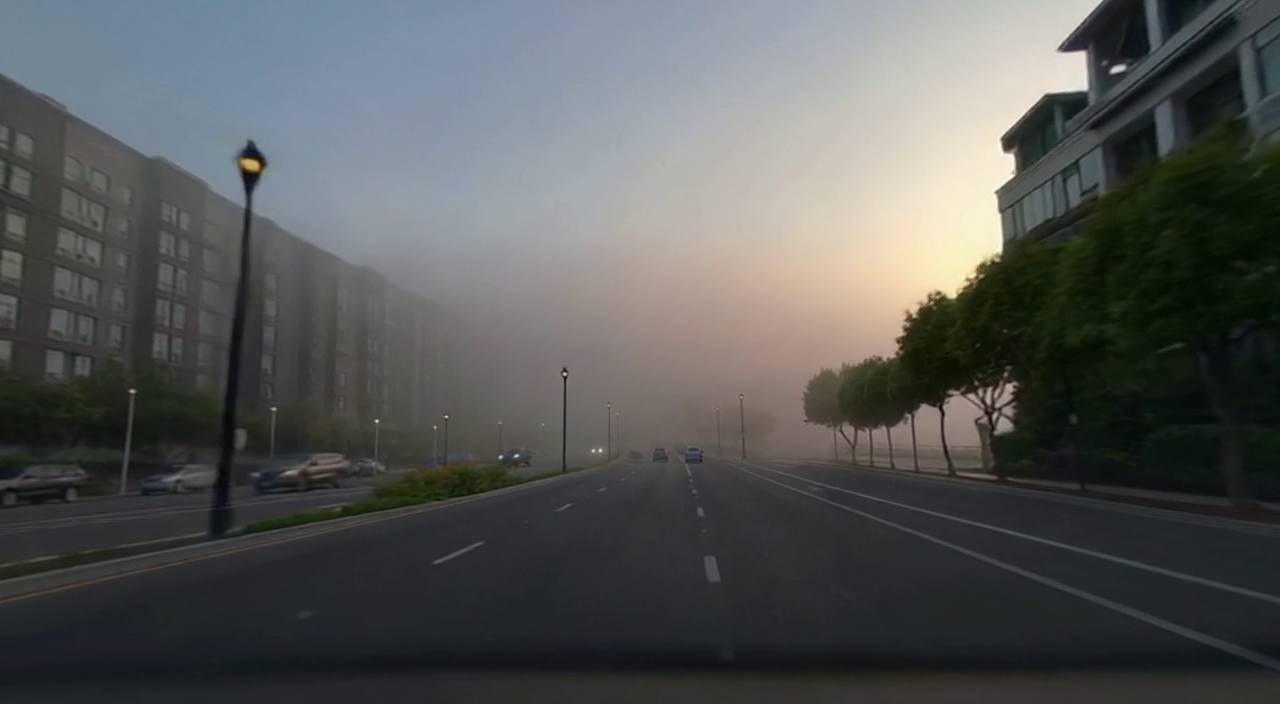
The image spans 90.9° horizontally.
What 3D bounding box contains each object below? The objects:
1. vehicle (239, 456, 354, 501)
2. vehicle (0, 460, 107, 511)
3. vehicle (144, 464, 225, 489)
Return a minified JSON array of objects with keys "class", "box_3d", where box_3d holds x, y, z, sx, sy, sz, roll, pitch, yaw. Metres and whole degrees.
[{"class":"vehicle","box_3d":[-14.123,5.182,26.225,2.006,1.633,4.292,-1,-9,6]},{"class":"vehicle","box_3d":[-28.475,6.068,28.864,2.403,2.020,6.284,-1,-9,3]},{"class":"vehicle","box_3d":[-34.030,9.305,47.128,4.463,1.688,2.078,-1,-9,3]}]
